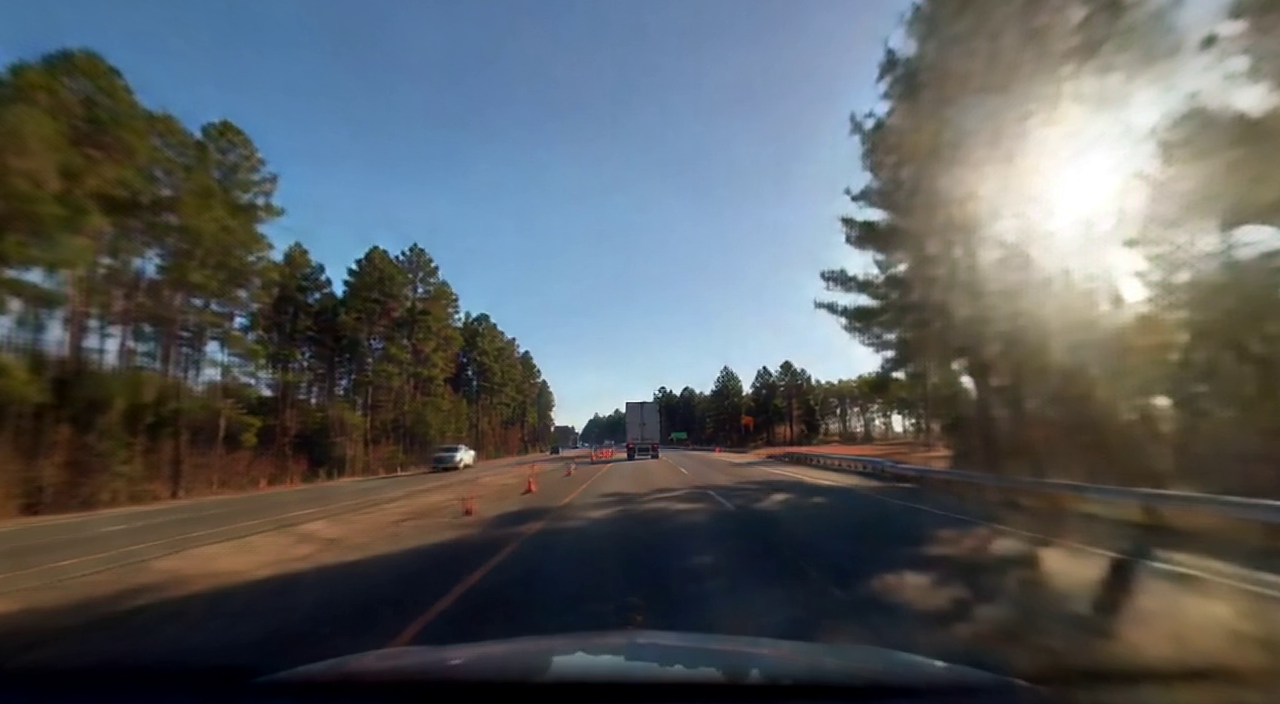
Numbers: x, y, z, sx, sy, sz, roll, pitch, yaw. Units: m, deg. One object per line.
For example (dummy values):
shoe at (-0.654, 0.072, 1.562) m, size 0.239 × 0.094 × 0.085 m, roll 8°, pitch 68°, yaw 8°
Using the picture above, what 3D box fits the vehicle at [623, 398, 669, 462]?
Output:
vehicle at (0.239, 5.761, 45.864) m, size 2.935 × 4.068 × 11.036 m, roll 0°, pitch -8°, yaw -1°
